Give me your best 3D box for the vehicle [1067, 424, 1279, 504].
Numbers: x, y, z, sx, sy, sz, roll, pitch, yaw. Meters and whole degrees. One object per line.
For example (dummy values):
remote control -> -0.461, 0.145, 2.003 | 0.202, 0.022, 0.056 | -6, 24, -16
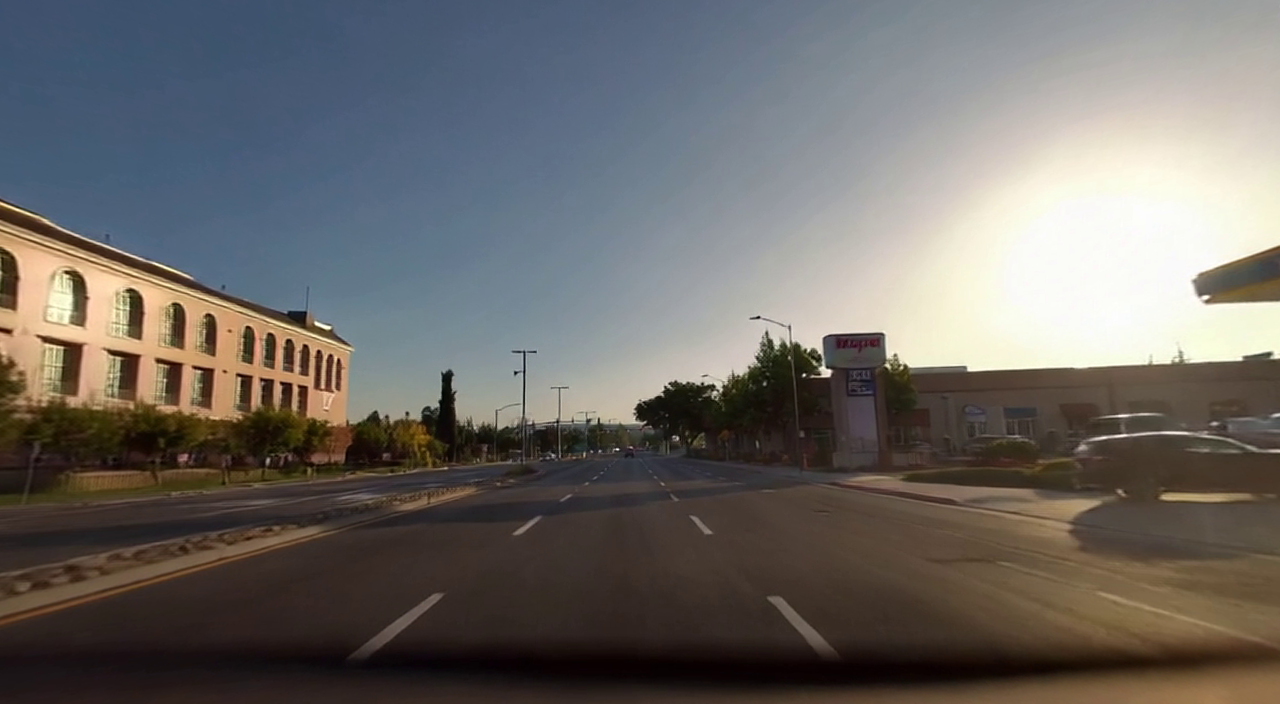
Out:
vehicle -> 12.226, 2.401, 13.634 | 4.548, 1.568, 1.953 | 0, -10, -1
